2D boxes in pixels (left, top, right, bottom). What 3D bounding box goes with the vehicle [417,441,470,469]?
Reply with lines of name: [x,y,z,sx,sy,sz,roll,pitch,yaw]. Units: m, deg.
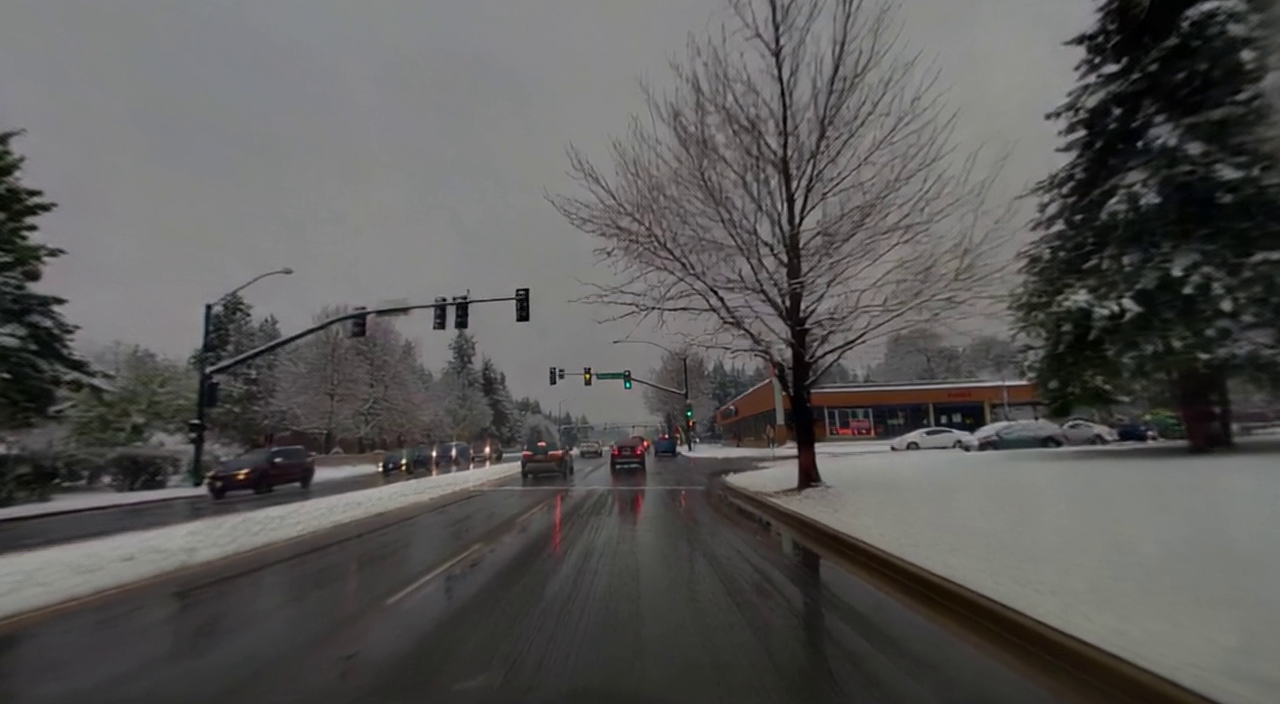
vehicle: [-12.563,6.613,40.689,1.986,1.712,4.399,0,-8,1]

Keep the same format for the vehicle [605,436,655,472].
vehicle: [-0.456,4.489,28.043,2.085,1.475,3.976,0,-8,-1]

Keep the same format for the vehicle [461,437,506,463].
vehicle: [-12.294,7.742,49.912,2.260,1.921,4.902,0,-8,0]

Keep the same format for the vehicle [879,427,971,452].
vehicle: [17.201,5.338,38.288,4.517,1.455,2.233,0,-9,3]

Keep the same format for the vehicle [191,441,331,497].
vehicle: [-13.140,4.048,22.334,1.999,1.755,4.518,0,-8,2]

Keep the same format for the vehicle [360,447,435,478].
vehicle: [-12.559,5.704,33.014,1.909,1.462,4.608,0,-8,3]

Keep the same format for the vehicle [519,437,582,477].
vehicle: [-3.564,4.232,25.786,1.921,1.477,4.083,0,-8,1]
